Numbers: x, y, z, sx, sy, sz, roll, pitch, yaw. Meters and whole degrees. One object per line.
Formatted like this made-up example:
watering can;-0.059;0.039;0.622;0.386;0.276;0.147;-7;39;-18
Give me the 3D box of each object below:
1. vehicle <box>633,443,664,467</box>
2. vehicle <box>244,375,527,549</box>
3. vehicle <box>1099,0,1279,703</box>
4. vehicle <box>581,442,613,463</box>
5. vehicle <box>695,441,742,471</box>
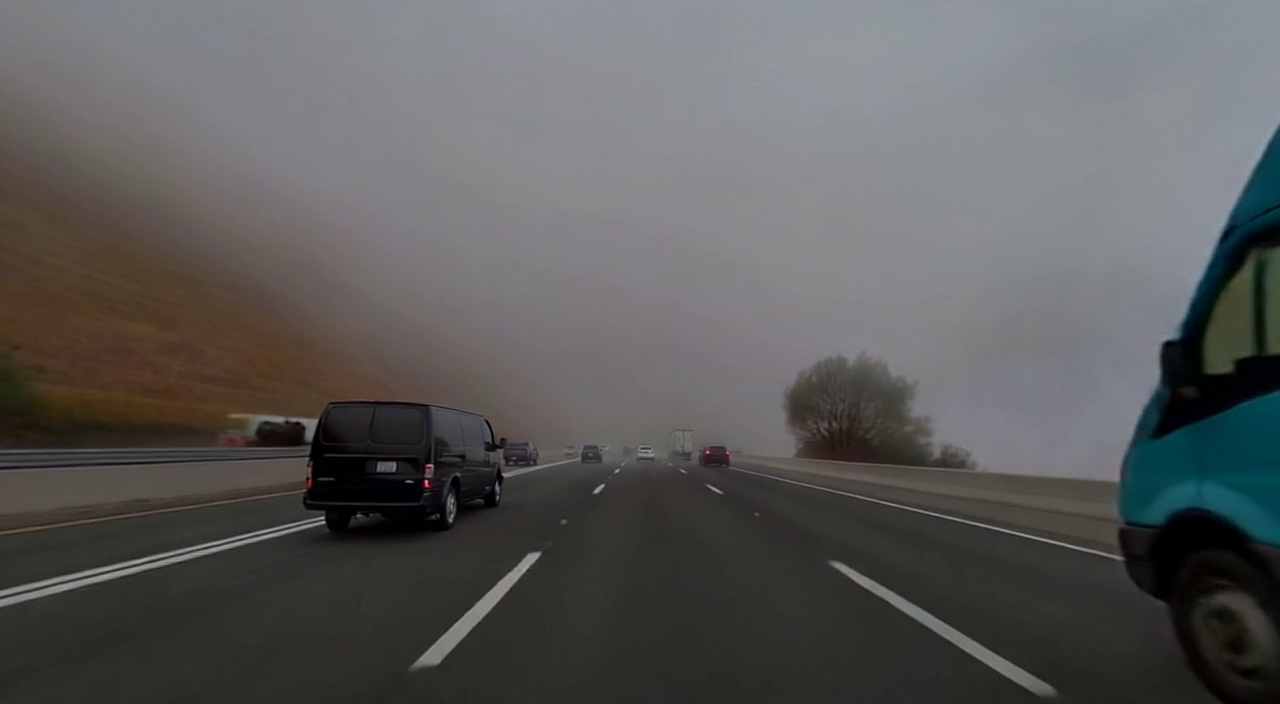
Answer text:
vehicle;0.518;6.919;42.572;2.014;1.543;3.804;0;-9;0
vehicle;-3.738;1.825;10.918;2.421;2.203;5.775;0;-9;1
vehicle;4.208;-0.326;0.186;2.764;3.260;7.019;0;-9;0
vehicle;-3.281;7.735;48.558;2.138;1.581;4.340;0;-9;0
vehicle;4.436;5.965;36.173;2.051;1.598;4.145;0;-9;-1
